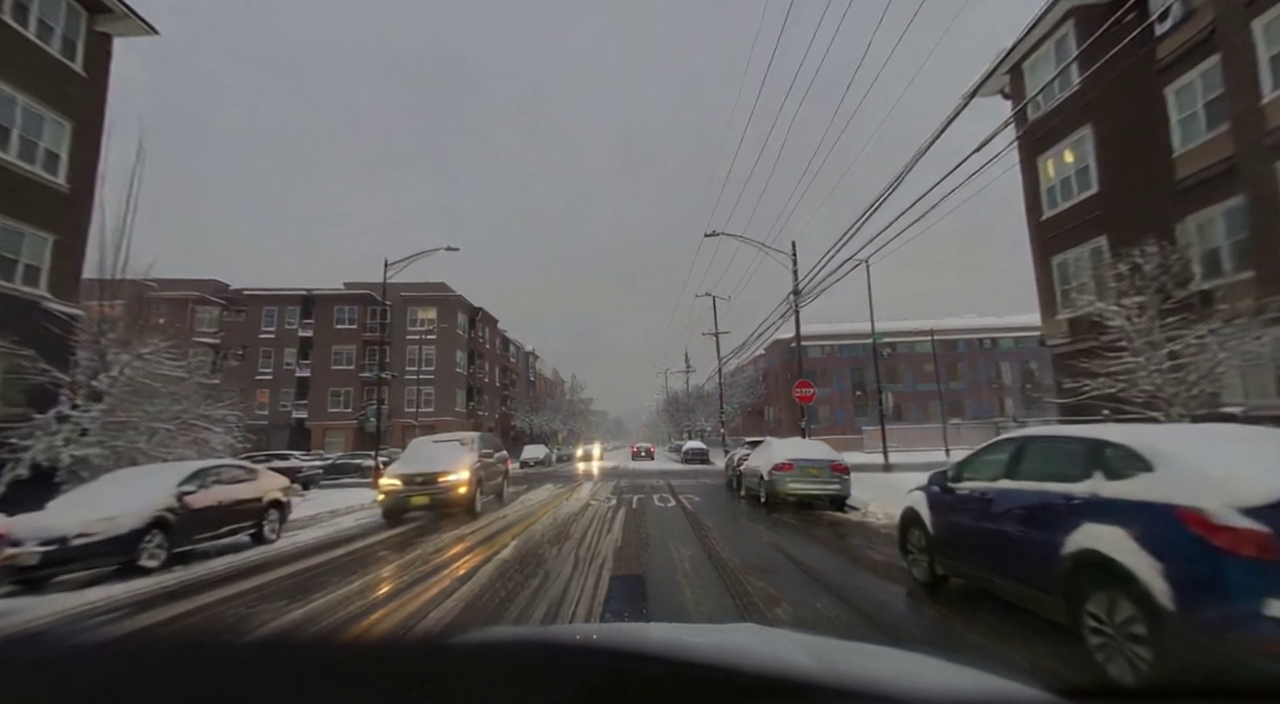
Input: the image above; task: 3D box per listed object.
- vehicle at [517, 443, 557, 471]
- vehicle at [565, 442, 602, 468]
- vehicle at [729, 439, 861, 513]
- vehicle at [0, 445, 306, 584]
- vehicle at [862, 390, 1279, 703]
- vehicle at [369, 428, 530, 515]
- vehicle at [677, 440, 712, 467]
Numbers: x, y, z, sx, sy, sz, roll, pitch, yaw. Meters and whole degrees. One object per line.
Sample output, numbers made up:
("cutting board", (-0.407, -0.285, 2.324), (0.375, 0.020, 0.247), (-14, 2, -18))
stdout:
("vehicle", (-7.516, 7.682, 46.282), (2.140, 1.874, 4.475), (0, -9, 0))
("vehicle", (-4.132, 7.610, 46.732), (2.201, 1.801, 4.750), (-1, -9, 2))
("vehicle", (3.537, 2.910, 15.351), (1.888, 1.495, 4.567), (0, -9, -2))
("vehicle", (-7.583, 2.387, 10.207), (1.928, 1.721, 4.429), (0, -9, -1))
("vehicle", (3.702, 1.330, 5.018), (2.040, 1.637, 4.734), (0, -9, -1))
("vehicle", (-4.349, 2.836, 15.420), (2.452, 1.778, 4.634), (0, -9, 0))
("vehicle", (3.874, 7.359, 45.767), (2.164, 1.721, 4.416), (-4, -9, 1))
